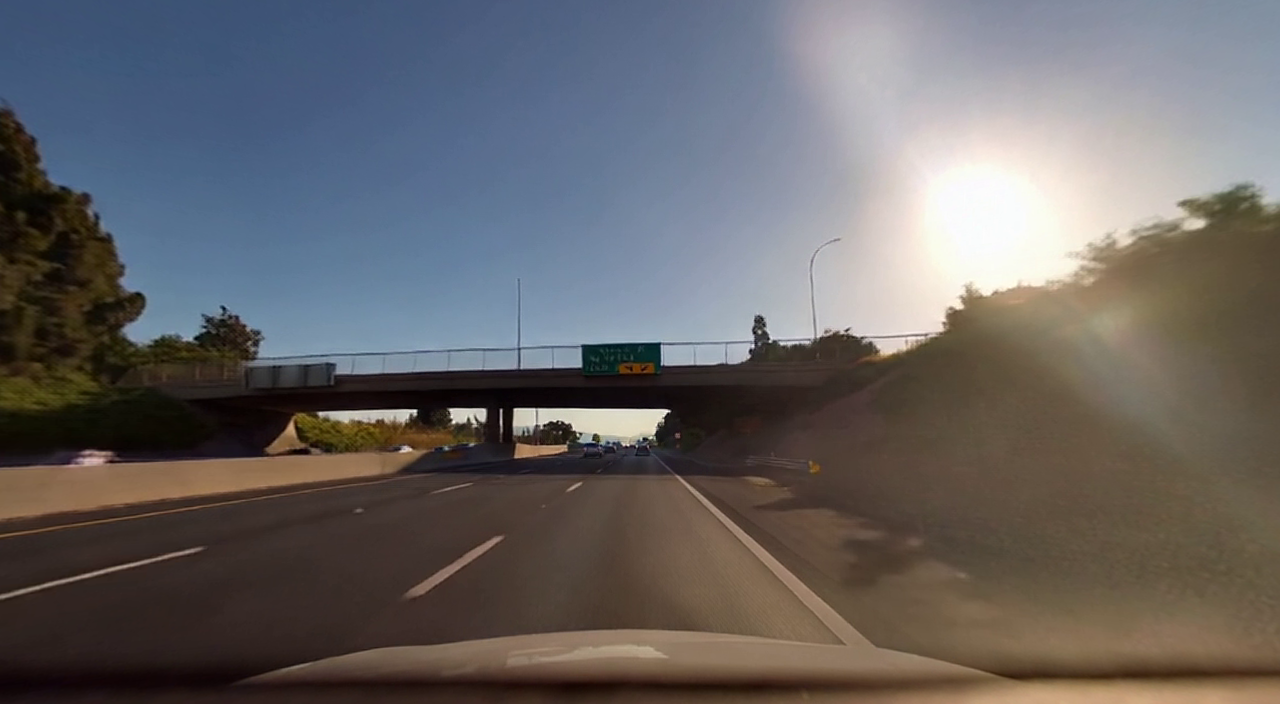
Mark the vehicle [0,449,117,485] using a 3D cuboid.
[{"bbox_3d":[-28.900,5.628,31.182,1.912,1.552,4.718,0,-8,1],"label":"vehicle"}]
